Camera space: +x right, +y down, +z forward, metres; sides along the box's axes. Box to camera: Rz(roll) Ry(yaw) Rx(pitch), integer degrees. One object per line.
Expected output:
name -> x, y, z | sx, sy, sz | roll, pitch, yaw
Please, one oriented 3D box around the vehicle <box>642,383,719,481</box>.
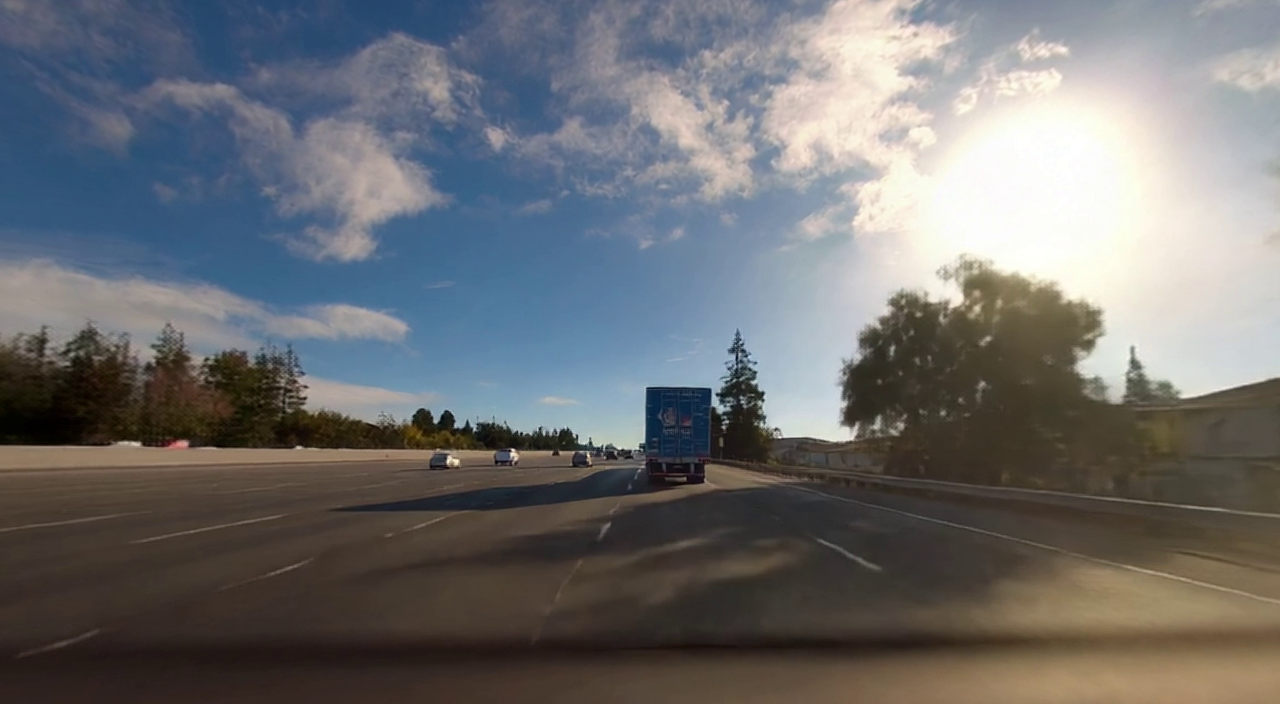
vehicle -> 1.749, 4.572, 34.430 | 3.140, 4.100, 15.551 | 0, -9, 0
